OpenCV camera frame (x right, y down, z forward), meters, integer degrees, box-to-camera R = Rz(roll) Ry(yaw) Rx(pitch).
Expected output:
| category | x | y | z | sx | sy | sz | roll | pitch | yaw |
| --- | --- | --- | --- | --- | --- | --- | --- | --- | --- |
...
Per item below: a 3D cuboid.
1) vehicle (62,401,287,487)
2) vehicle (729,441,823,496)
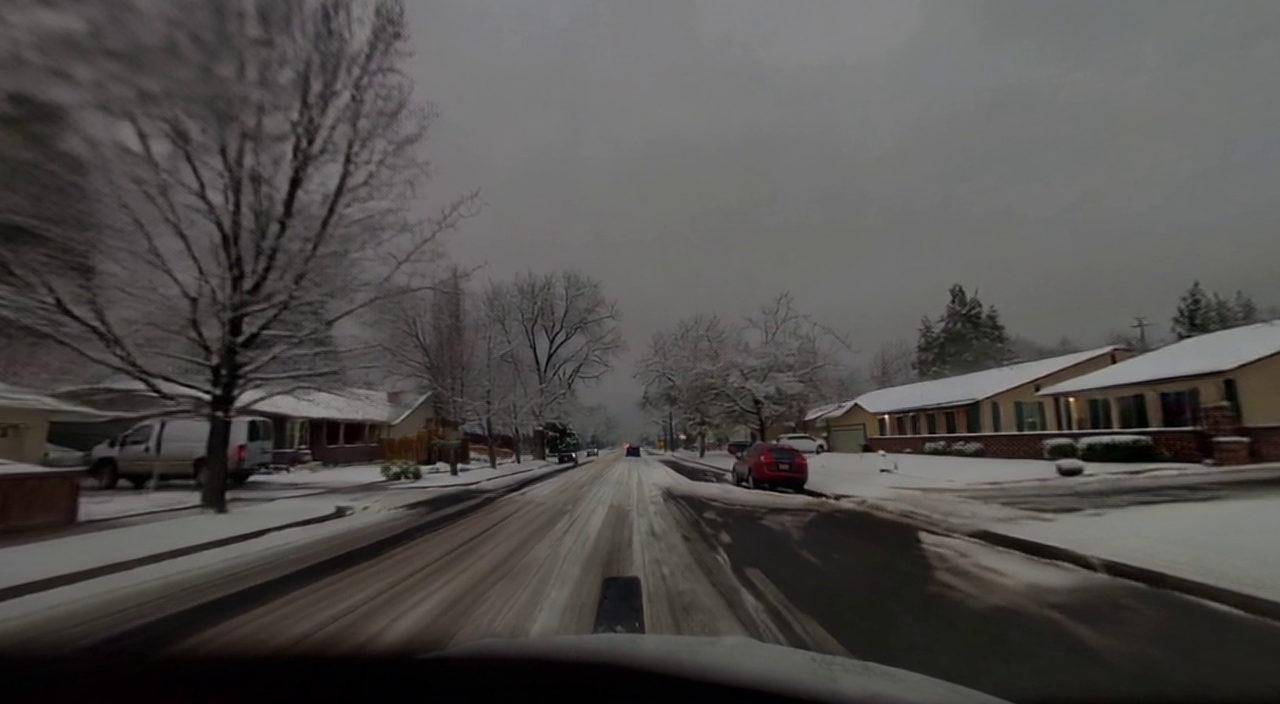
| category | x | y | z | sx | sy | sz | roll | pitch | yaw |
| --- | --- | --- | --- | --- | --- | --- | --- | --- | --- |
| vehicle | -16.524 | 3.321 | 22.563 | 6.381 | 2.645 | 2.703 | -3 | -9 | 10 |
| vehicle | 4.075 | 3.547 | 19.576 | 2.011 | 1.521 | 4.292 | 0 | -9 | 1 |
